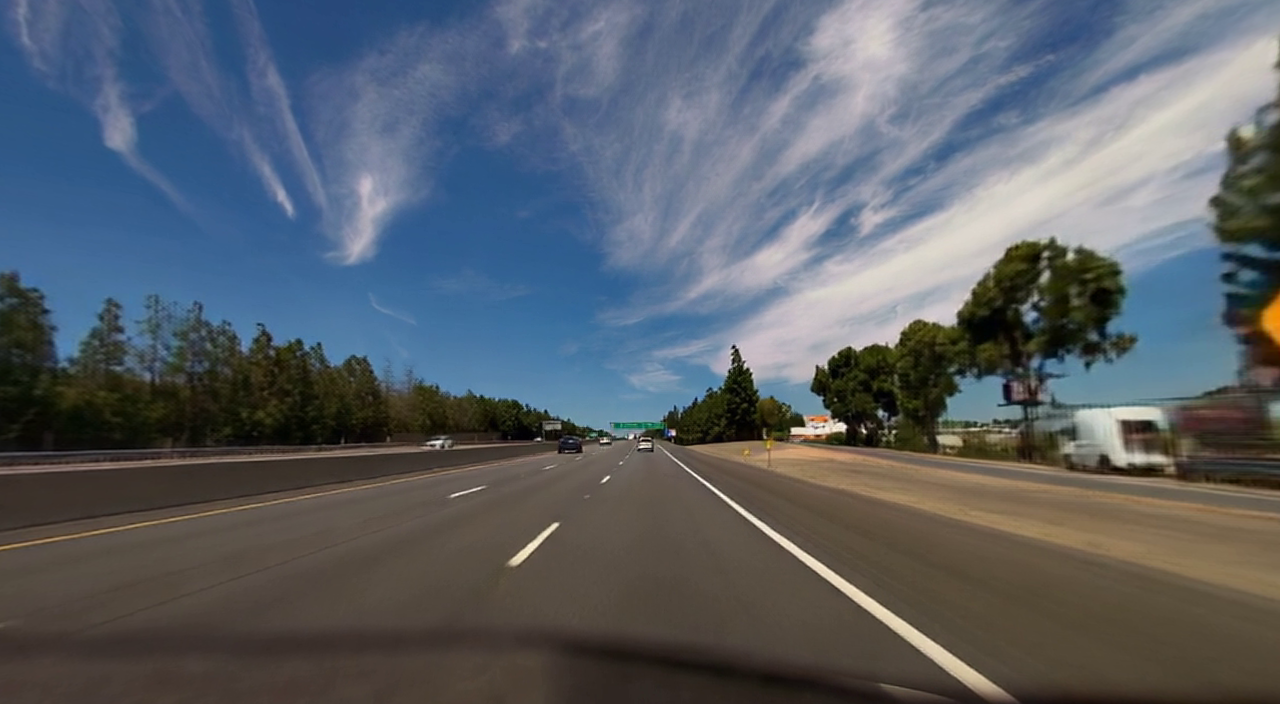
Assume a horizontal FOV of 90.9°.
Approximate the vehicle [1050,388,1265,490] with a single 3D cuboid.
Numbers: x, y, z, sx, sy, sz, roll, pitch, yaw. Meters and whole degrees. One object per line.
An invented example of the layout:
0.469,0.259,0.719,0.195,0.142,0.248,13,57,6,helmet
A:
18.969,3.279,23.723,3.411,3.351,5.369,0,-8,1,vehicle
